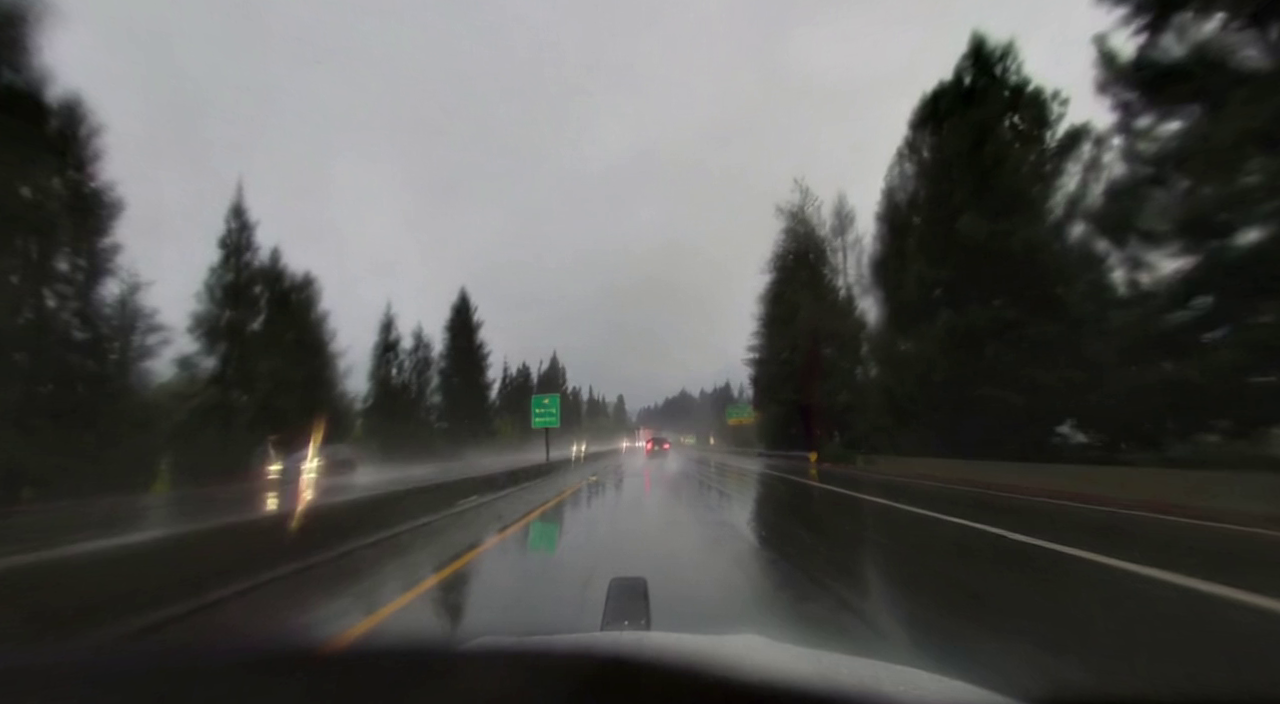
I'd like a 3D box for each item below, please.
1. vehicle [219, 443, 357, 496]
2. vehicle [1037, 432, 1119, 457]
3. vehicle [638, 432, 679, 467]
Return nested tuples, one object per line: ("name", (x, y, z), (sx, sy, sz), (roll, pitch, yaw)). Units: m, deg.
("vehicle", (-11.373, 3.783, 20.772), (1.866, 1.511, 4.599), (0, -8, 1))
("vehicle", (25.871, 5.494, 37.243), (3.489, 1.399, 1.702), (-2, -8, 14))
("vehicle", (1.134, 5.903, 38.204), (2.301, 1.944, 4.554), (0, -8, 2))
